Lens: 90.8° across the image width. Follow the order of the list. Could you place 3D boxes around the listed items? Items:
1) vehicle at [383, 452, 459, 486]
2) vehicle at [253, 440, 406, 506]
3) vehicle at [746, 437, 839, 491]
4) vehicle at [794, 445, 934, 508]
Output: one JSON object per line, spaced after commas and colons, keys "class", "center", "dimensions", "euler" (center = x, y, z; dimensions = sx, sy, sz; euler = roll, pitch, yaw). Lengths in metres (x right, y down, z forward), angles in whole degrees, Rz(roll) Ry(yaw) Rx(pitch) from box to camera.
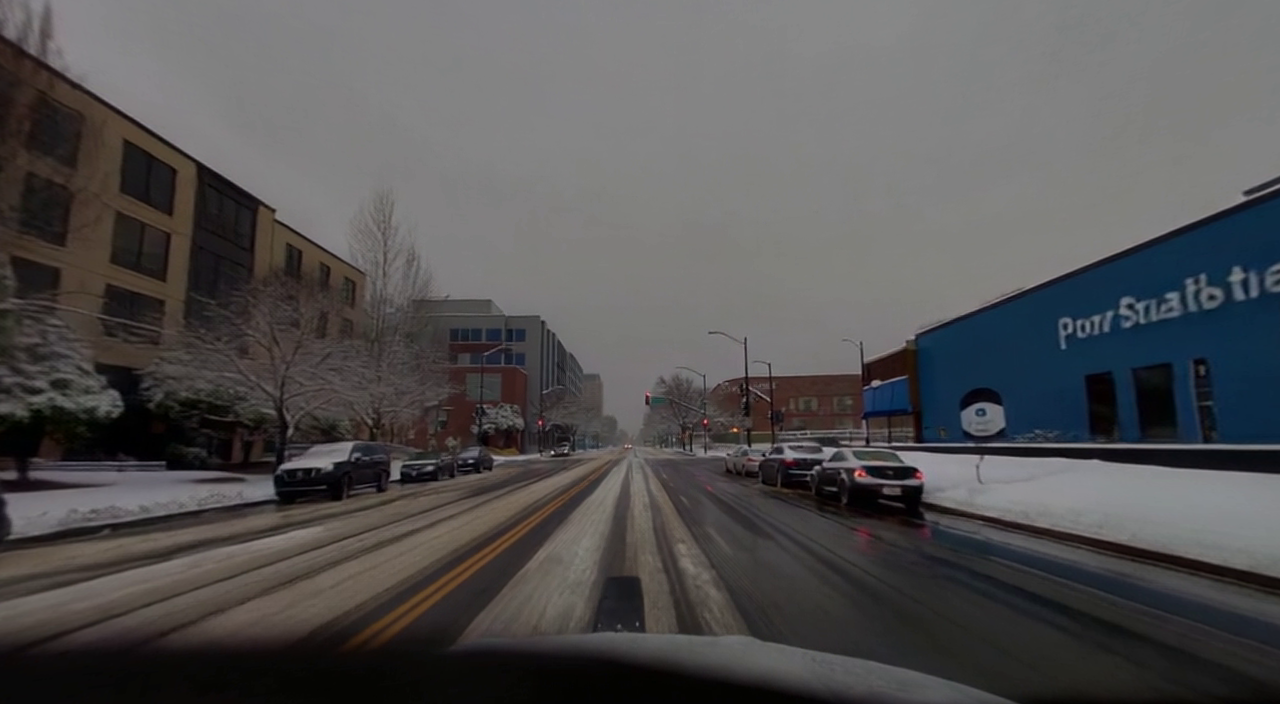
{"class": "vehicle", "center": [-10.210, 5.466, 29.823], "dimensions": [1.953, 1.387, 4.529], "euler": [-1, -8, 0]}
{"class": "vehicle", "center": [-9.897, 3.852, 20.808], "dimensions": [2.228, 1.863, 5.407], "euler": [-1, -8, 1]}
{"class": "vehicle", "center": [5.714, 4.247, 24.430], "dimensions": [2.227, 1.811, 5.172], "euler": [0, -8, -1]}
{"class": "vehicle", "center": [6.118, 3.428, 18.040], "dimensions": [2.038, 1.482, 4.994], "euler": [0, -8, -2]}
